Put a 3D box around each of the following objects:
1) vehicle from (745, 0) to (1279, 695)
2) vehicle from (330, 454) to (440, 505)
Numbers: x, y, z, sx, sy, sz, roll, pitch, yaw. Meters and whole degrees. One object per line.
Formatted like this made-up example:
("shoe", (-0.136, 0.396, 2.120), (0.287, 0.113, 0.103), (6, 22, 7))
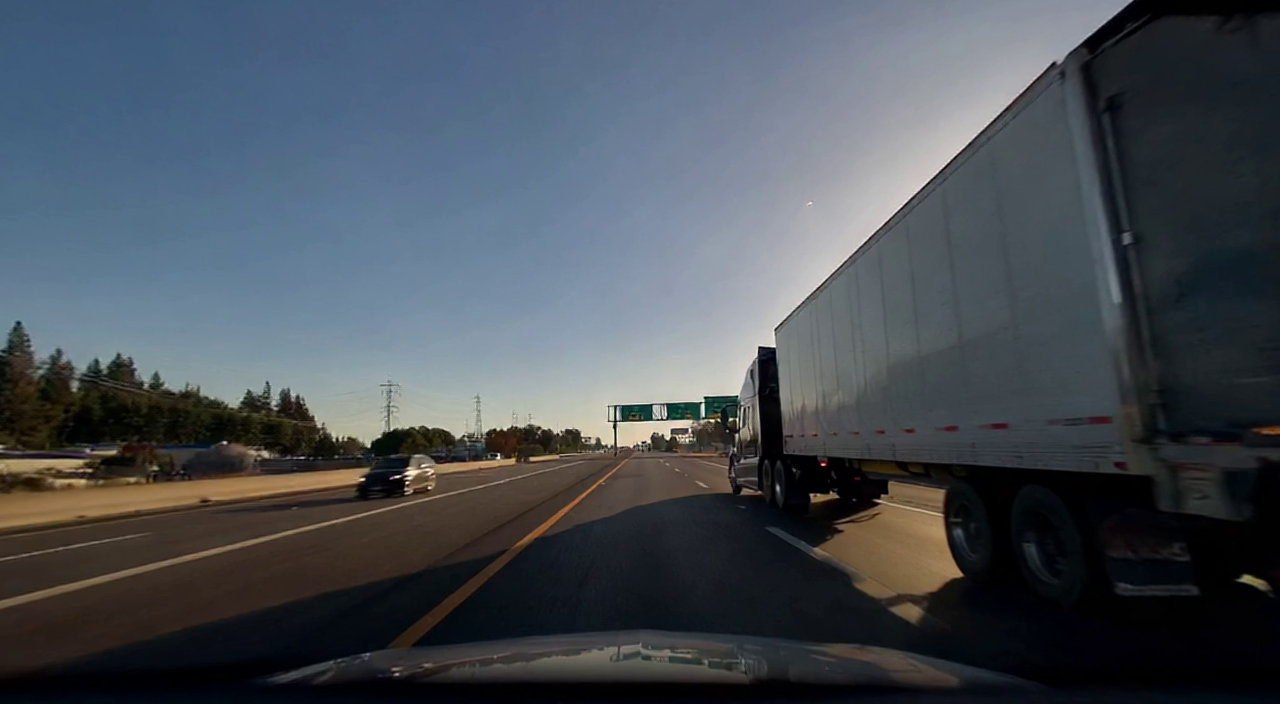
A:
("vehicle", (4.291, 0.767, 9.998), (2.937, 4.082, 12.918), (0, -9, 0))
("vehicle", (-8.634, 4.330, 21.852), (1.928, 1.510, 4.485), (0, -9, 0))
